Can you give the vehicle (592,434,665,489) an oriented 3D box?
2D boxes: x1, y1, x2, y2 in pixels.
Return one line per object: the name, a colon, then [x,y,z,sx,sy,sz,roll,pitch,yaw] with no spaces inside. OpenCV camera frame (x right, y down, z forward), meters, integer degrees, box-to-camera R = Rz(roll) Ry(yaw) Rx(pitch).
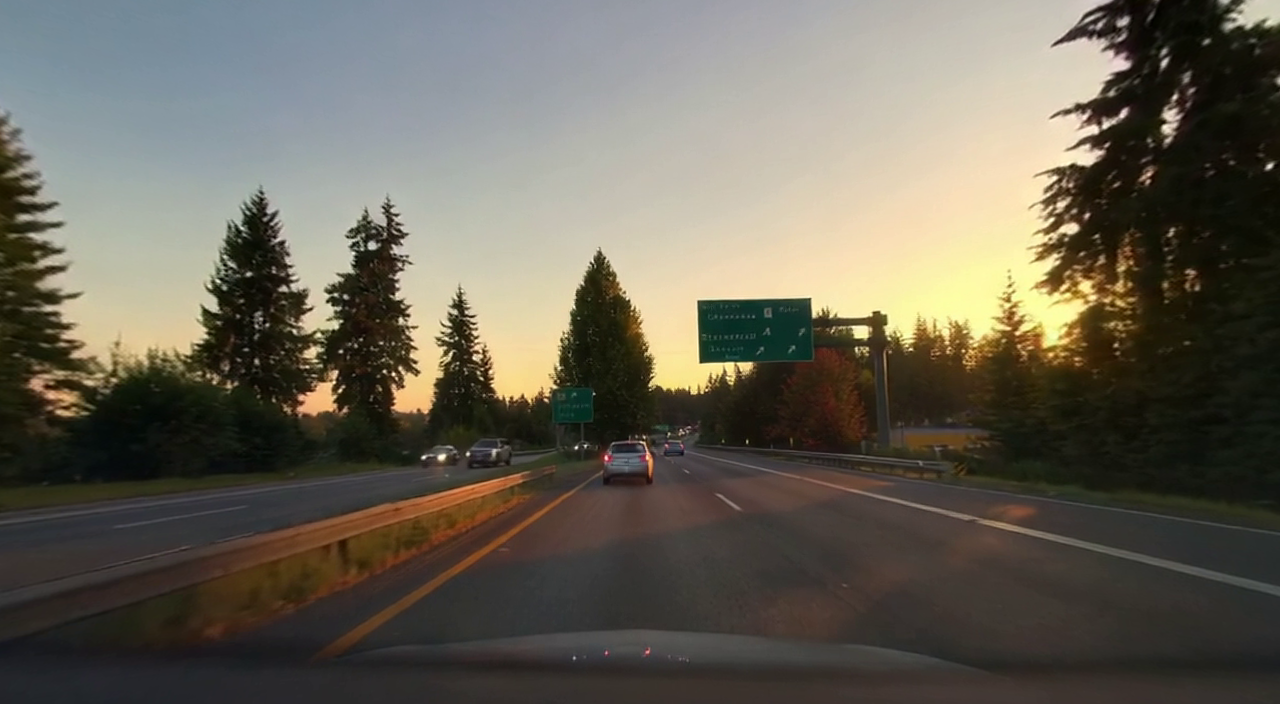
vehicle: [-0.302,3.296,19.259,2.003,1.490,3.636,0,-8,0]
